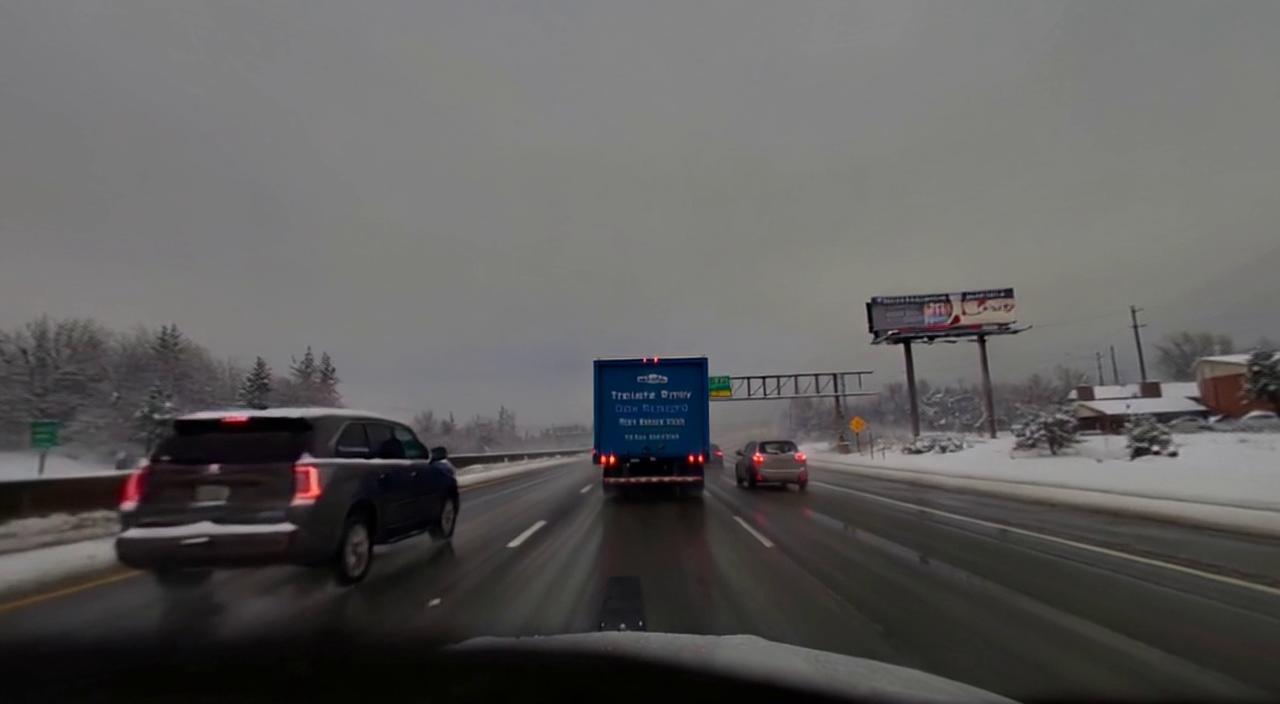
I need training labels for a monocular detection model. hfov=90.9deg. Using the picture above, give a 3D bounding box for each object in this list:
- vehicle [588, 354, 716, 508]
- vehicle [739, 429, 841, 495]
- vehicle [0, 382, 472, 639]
[{"bbox_3d":[0.368,2.307,17.897,2.733,3.296,8.571,-1,-8,2],"label":"vehicle"},{"bbox_3d":[4.316,3.225,18.849,1.986,1.718,4.296,0,-8,0],"label":"vehicle"},{"bbox_3d":[-3.498,1.435,6.711,2.133,1.808,4.349,0,-8,1],"label":"vehicle"}]
